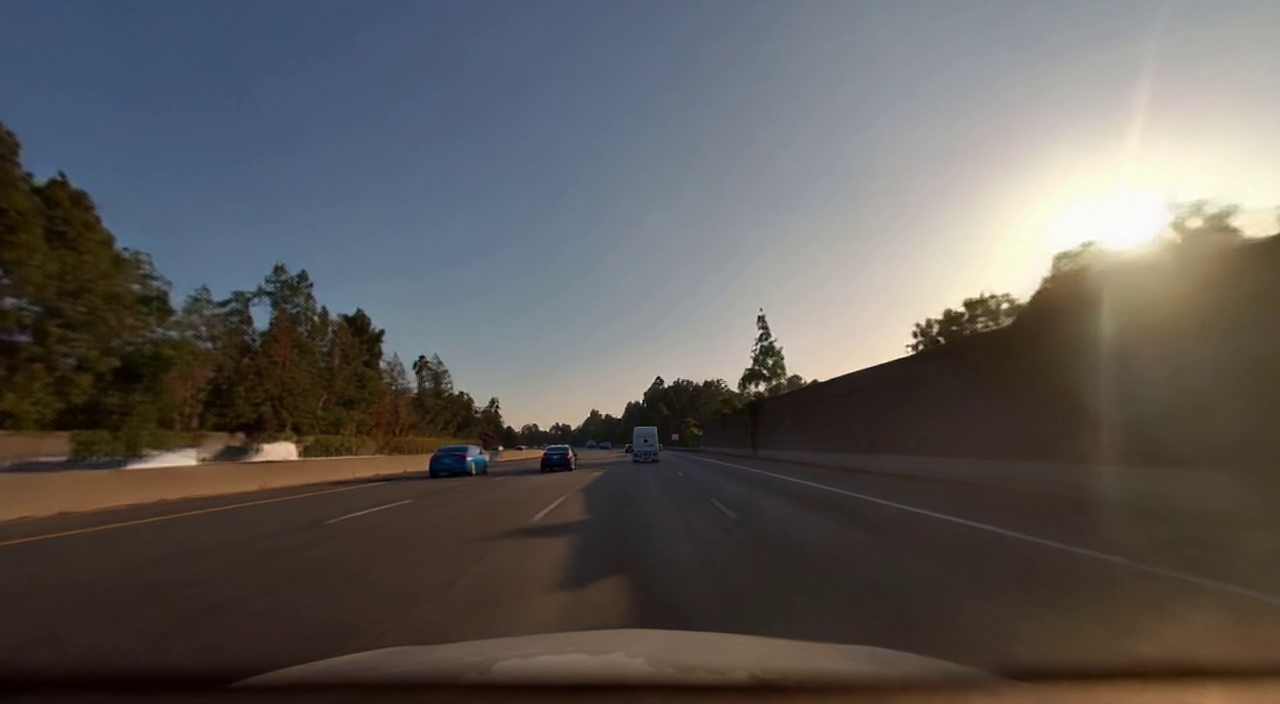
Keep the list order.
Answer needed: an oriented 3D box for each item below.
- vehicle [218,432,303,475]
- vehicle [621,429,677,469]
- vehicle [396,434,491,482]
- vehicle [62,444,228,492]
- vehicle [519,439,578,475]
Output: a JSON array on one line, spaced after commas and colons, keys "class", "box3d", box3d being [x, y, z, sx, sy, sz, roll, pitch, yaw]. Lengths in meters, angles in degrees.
[{"class": "vehicle", "box3d": [-24.647, 6.604, 41.146, 2.396, 2.608, 4.808, 0, -9, 1]}, {"class": "vehicle", "box3d": [0.433, 5.292, 34.526, 2.856, 1.994, 4.931, 0, -8, 0]}, {"class": "vehicle", "box3d": [-7.496, 4.087, 24.610, 2.189, 1.673, 4.699, 0, -9, 0]}, {"class": "vehicle", "box3d": [-20.360, 4.751, 26.395, 1.948, 1.754, 6.062, 0, -9, 1]}, {"class": "vehicle", "box3d": [-4.041, 4.720, 28.576, 2.000, 1.512, 4.371, 0, -8, 0]}]
